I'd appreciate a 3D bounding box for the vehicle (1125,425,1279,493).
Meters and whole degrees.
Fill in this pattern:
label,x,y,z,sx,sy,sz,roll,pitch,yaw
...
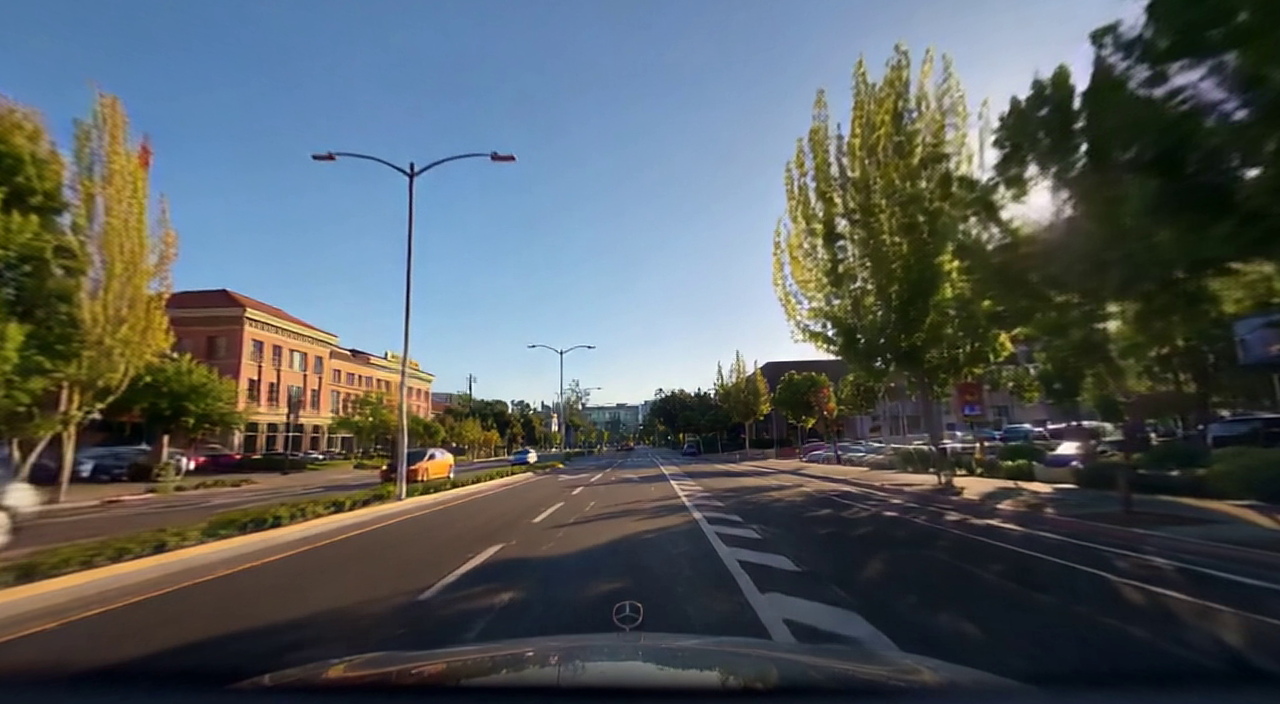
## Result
label,x,y,z,sx,sy,sz,roll,pitch,yaw
vehicle,17.067,3.033,17.935,4.720,1.769,2.229,1,-9,-6

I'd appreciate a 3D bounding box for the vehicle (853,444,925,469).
label,x,y,z,sx,sy,sz,roll,pitch,yaw
vehicle,16.856,7.016,42.473,4.313,1.584,2.282,5,-9,-29

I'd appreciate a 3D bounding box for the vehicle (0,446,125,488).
label,x,y,z,sx,sy,sz,roll,pitch,yaw
vehicle,-29.097,5.642,31.296,2.199,1.859,5.442,0,-8,-1

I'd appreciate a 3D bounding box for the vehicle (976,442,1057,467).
label,x,y,z,sx,sy,sz,roll,pitch,yaw
vehicle,27.310,7.437,45.607,4.478,1.746,2.159,0,-8,2

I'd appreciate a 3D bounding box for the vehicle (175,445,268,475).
label,x,y,z,sx,sy,sz,roll,pitch,yaw
vehicle,-29.413,7.572,44.178,5.319,1.985,2.410,-2,-9,16

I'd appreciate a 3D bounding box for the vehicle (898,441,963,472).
label,x,y,z,sx,sy,sz,roll,pitch,yaw
vehicle,18.855,6.734,40.675,3.754,1.844,2.002,5,-10,-32
